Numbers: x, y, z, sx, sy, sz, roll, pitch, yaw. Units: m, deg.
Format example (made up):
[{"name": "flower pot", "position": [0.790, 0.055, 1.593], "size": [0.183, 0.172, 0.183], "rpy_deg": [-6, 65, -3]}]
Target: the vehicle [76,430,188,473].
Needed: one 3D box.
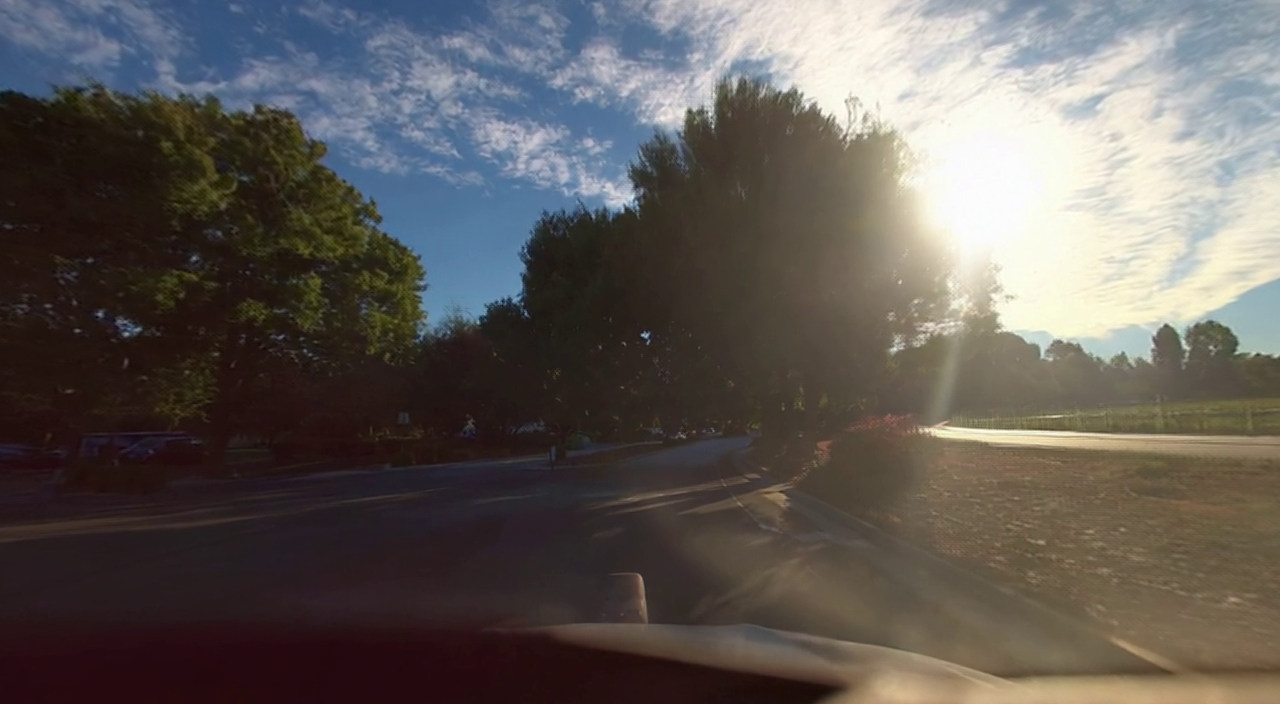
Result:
[{"name": "vehicle", "position": [-28.202, 5.493, 35.152], "size": [4.733, 1.892, 1.939], "rpy_deg": [-4, -4, 2]}]

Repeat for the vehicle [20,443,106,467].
[{"name": "vehicle", "position": [-39.519, 7.046, 43.306], "size": [4.258, 1.584, 1.843], "rpy_deg": [-1, -9, 5]}]
